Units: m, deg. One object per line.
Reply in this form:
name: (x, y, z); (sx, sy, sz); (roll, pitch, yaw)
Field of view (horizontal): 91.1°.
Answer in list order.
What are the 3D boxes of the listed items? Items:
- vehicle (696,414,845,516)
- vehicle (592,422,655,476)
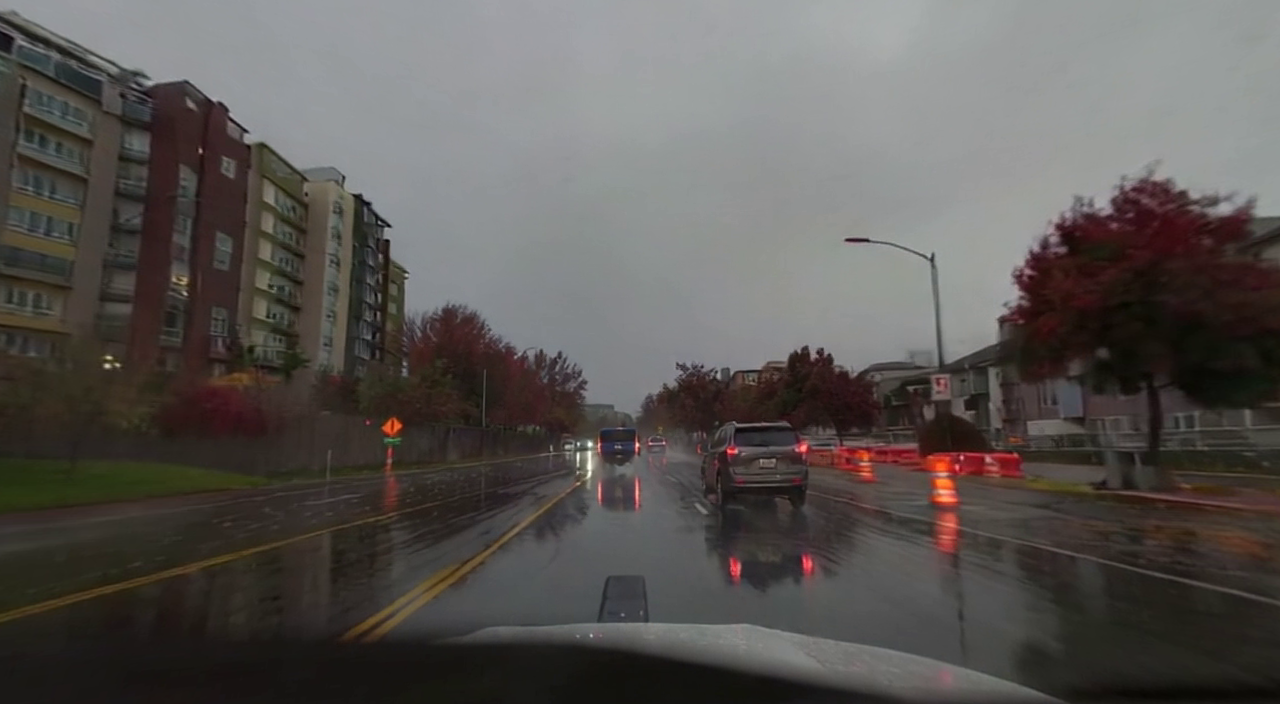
vehicle: (2.618, 2.461, 14.199); (2.120, 1.828, 5.531); (0, -8, -1)
vehicle: (-0.757, 4.747, 30.843); (2.762, 2.309, 6.723); (0, -8, -1)
